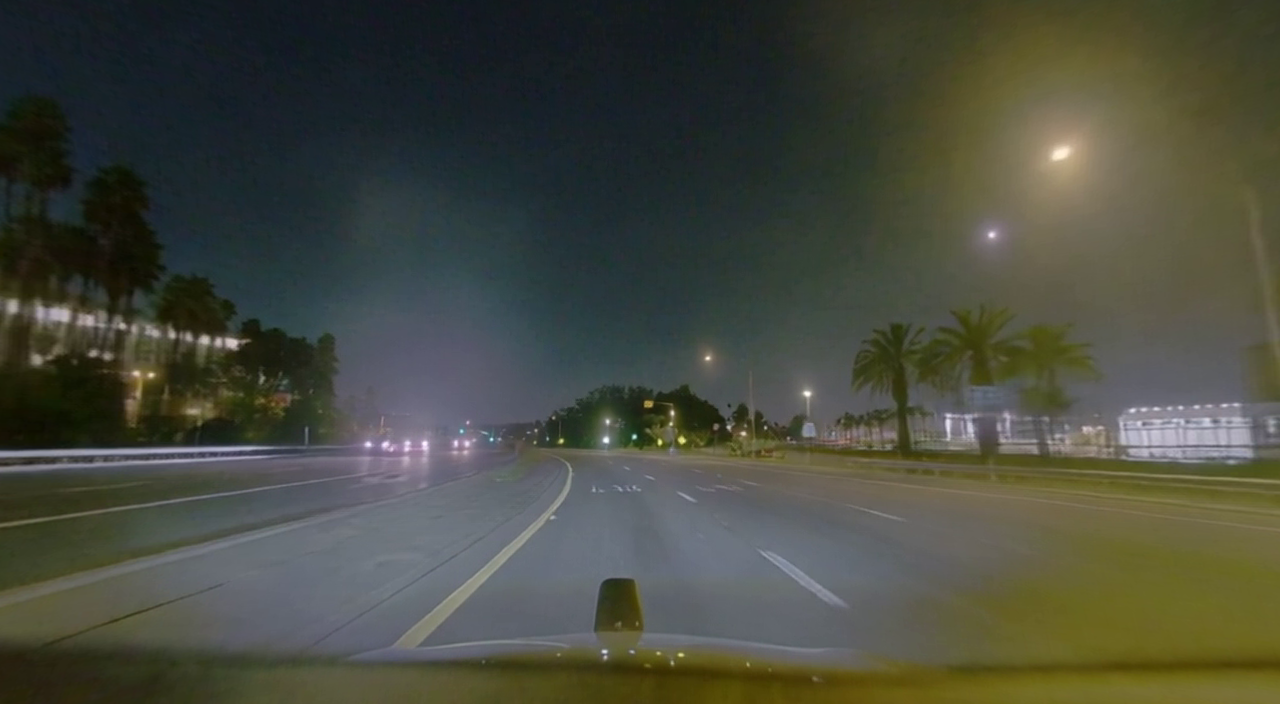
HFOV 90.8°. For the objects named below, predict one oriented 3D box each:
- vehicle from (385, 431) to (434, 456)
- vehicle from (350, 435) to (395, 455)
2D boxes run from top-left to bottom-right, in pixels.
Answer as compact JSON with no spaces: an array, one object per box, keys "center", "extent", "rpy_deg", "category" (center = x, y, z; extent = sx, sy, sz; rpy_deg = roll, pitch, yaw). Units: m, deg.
[{"center":[-15.672,6.274,43.188],"extent":[2.012,1.633,4.505],"rpy_deg":[1,-9,-5],"category":"vehicle"},{"center":[-20.517,7.183,48.616],"extent":[1.918,1.465,4.508],"rpy_deg":[1,-9,-6],"category":"vehicle"}]
